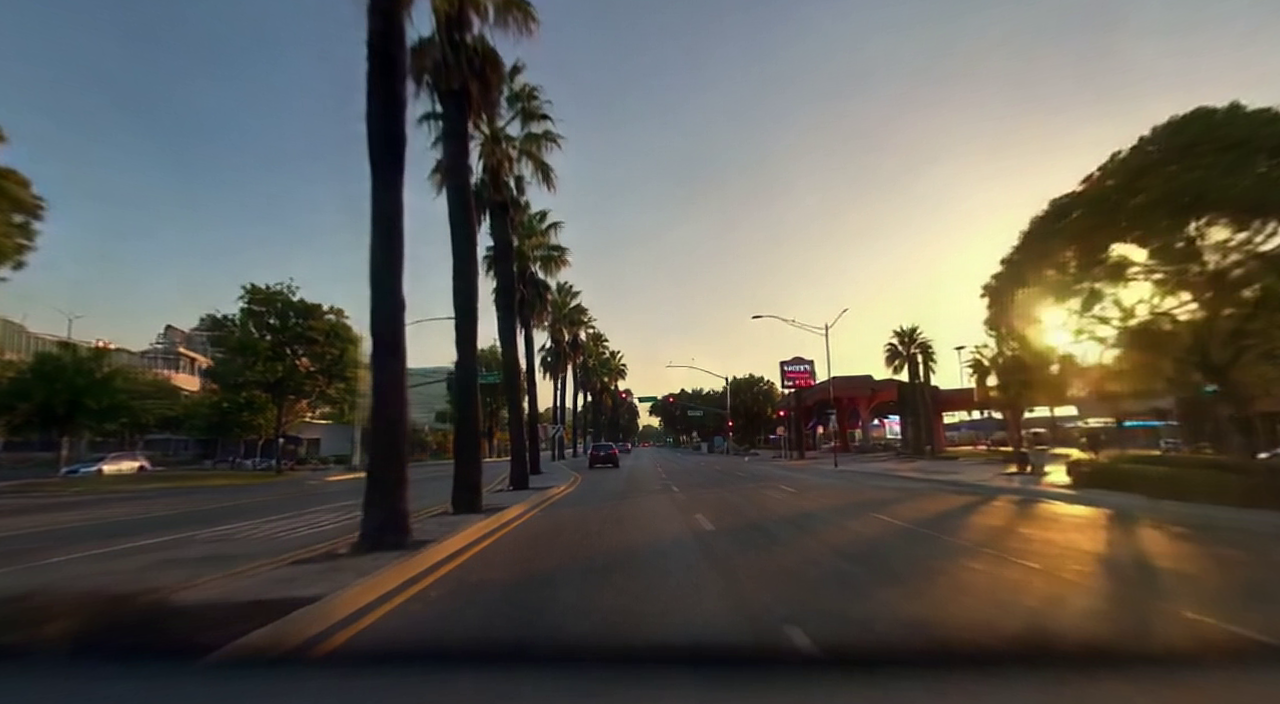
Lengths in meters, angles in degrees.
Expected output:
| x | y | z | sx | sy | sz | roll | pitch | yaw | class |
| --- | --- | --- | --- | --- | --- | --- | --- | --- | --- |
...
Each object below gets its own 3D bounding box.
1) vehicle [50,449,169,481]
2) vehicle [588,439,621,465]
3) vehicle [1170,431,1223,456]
| x | y | z | sx | sy | sz | roll | pitch | yaw | class |
| --- | --- | --- | --- | --- | --- | --- | --- | --- | --- |
| -31.637 | 6.718 | 37.999 | 2.099 | 1.731 | 5.736 | 0 | -8 | 1 | vehicle |
| -2.424 | 6.667 | 42.405 | 1.990 | 1.639 | 3.885 | 1 | -8 | -6 | vehicle |
| 36.946 | 6.063 | 41.890 | 4.405 | 1.525 | 1.901 | 7 | -10 | -40 | vehicle |
